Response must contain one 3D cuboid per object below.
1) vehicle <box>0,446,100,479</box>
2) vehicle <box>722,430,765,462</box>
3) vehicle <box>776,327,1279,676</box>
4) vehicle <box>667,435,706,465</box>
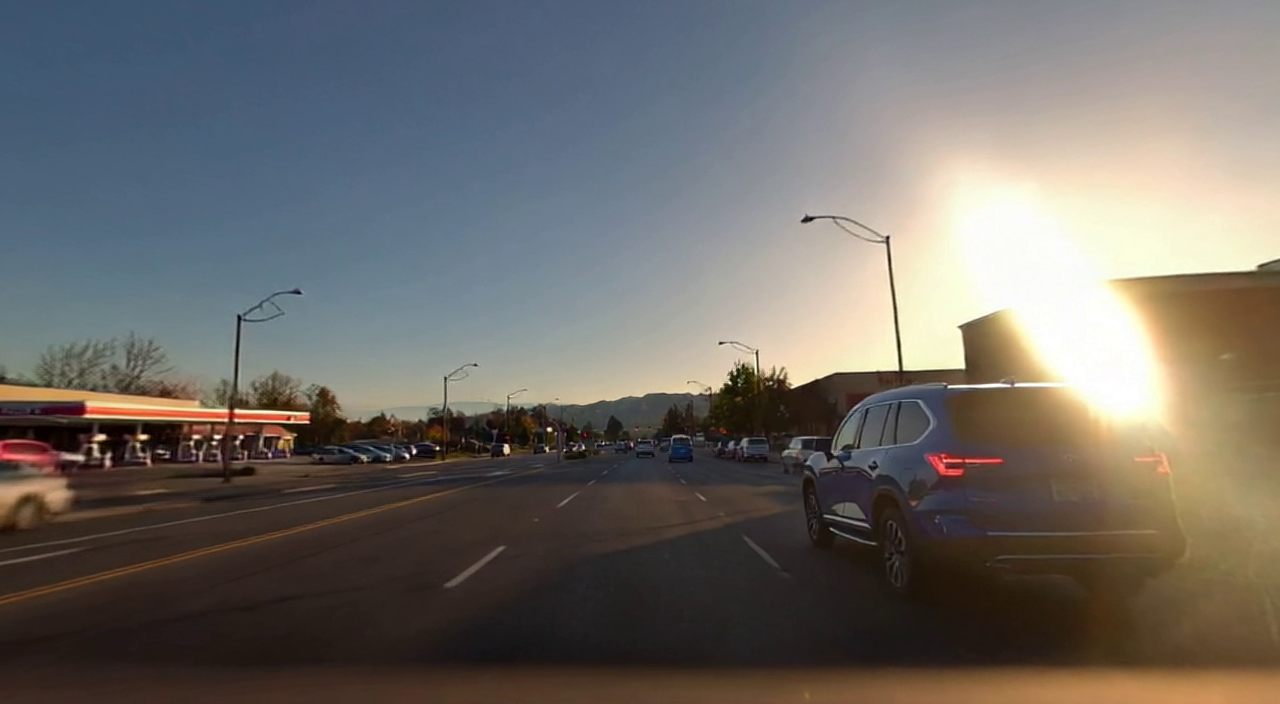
[{"bbox_3d":[-32.753,6.053,34.622,1.925,1.680,4.396,-1,-9,1],"label":"vehicle"},{"bbox_3d":[7.567,6.982,46.634,2.220,2.147,6.392,0,-8,1],"label":"vehicle"},{"bbox_3d":[2.955,1.173,5.989,2.246,1.963,4.777,0,-8,0],"label":"vehicle"},{"bbox_3d":[3.040,6.582,42.252,2.317,1.857,5.150,0,-8,1],"label":"vehicle"}]
